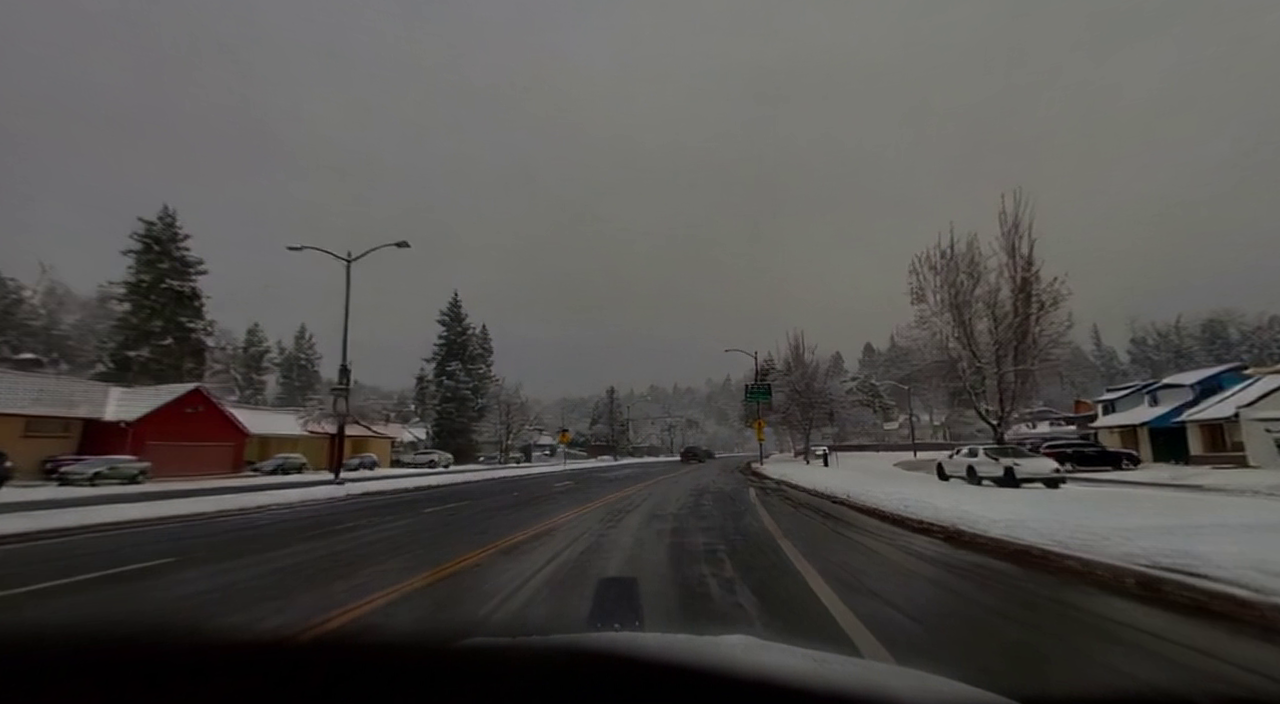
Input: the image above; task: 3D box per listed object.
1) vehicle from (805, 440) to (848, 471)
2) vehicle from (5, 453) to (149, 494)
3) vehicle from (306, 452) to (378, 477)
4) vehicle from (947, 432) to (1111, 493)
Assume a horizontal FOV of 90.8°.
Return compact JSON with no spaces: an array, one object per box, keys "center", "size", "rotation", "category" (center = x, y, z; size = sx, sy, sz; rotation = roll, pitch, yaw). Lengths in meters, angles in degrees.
[{"center":[13.433,7.526,45.719],"size":[1.923,1.741,4.683],"rotation":[-4,-14,4],"category":"vehicle"},{"center":[-27.582,5.918,31.241],"size":[2.013,1.792,4.950],"rotation":[-2,-9,12],"category":"vehicle"},{"center":[-19.287,7.277,41.175],"size":[1.880,1.455,4.599],"rotation":[-2,-9,10],"category":"vehicle"},{"center":[11.199,3.358,18.681],"size":[1.988,1.487,4.479],"rotation":[-2,-13,1],"category":"vehicle"}]
